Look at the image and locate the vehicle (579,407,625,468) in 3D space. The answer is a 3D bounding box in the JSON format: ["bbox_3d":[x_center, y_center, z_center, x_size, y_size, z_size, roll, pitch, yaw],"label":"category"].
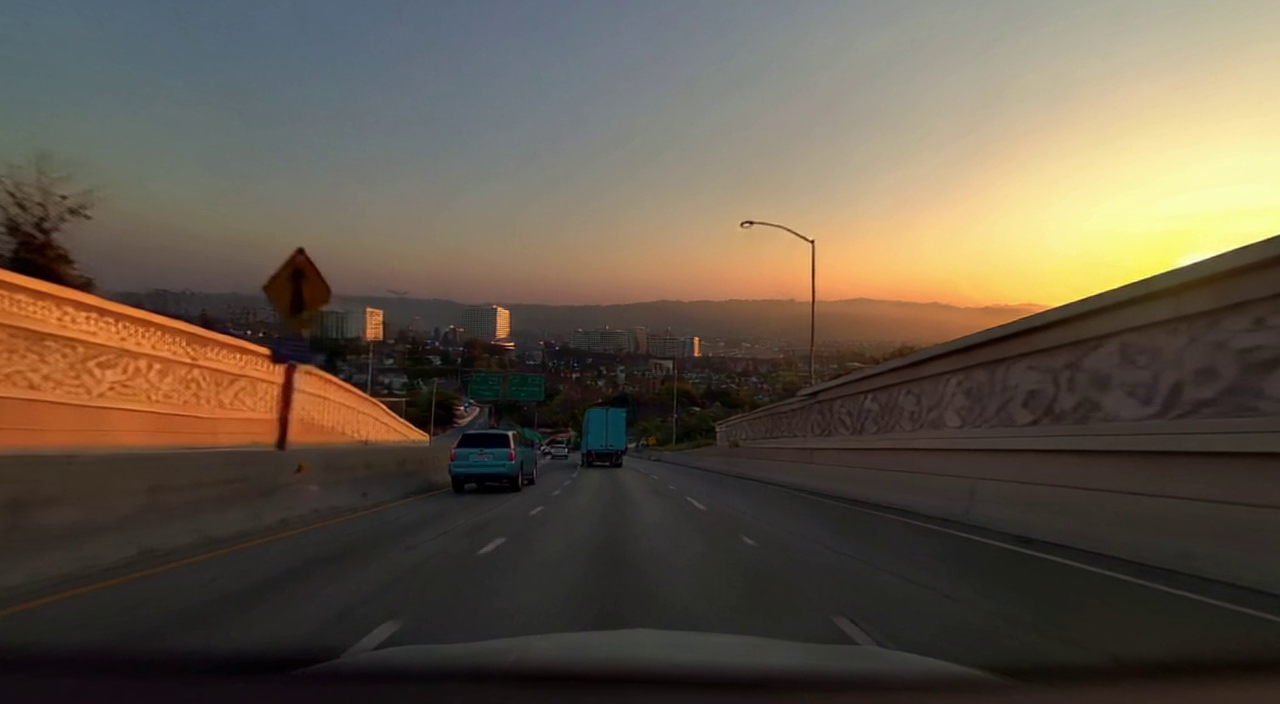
[{"bbox_3d":[-2.840,6.543,47.520,2.959,3.975,12.918,1,-9,-3],"label":"vehicle"}]

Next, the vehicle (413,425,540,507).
[{"bbox_3d":[-3.856,2.790,15.724,2.041,1.734,4.391,0,-9,-1],"label":"vehicle"}]
